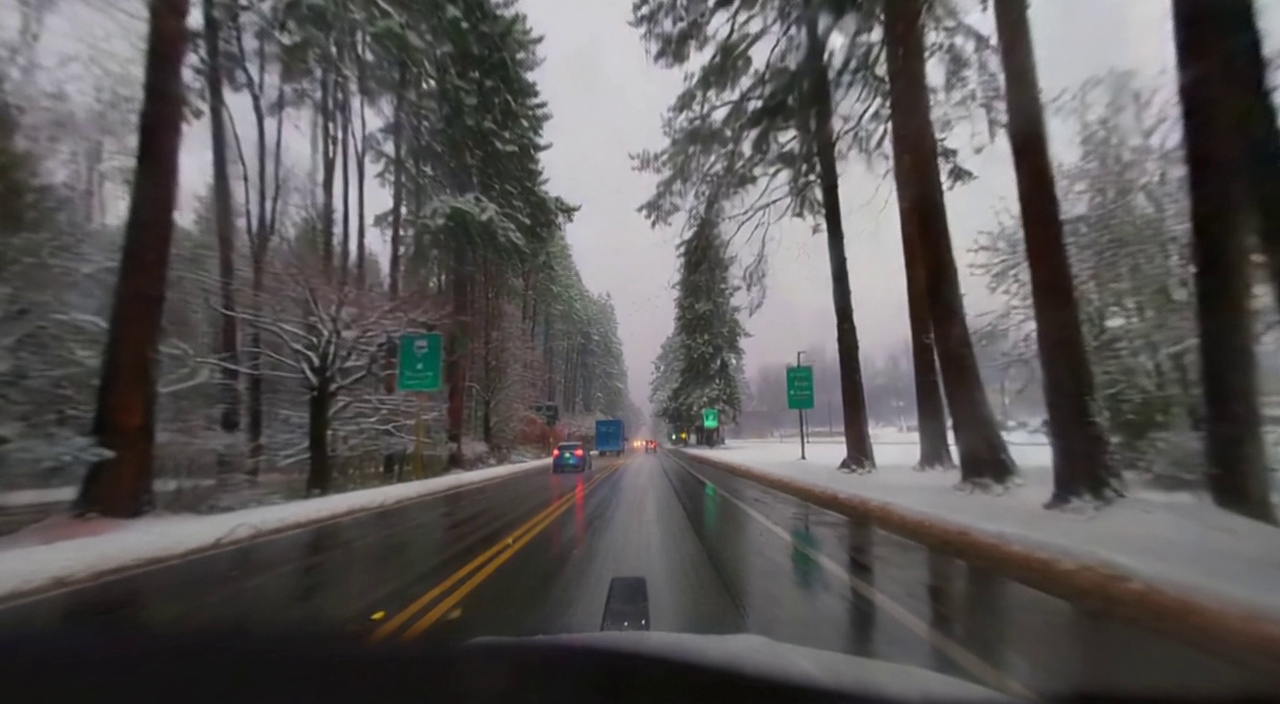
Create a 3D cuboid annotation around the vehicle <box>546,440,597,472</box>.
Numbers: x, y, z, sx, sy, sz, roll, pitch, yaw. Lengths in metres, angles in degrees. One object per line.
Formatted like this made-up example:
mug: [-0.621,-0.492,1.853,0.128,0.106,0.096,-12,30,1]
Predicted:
vehicle: [-3.391,5.212,31.882,2.005,1.462,4.345,0,-8,1]
